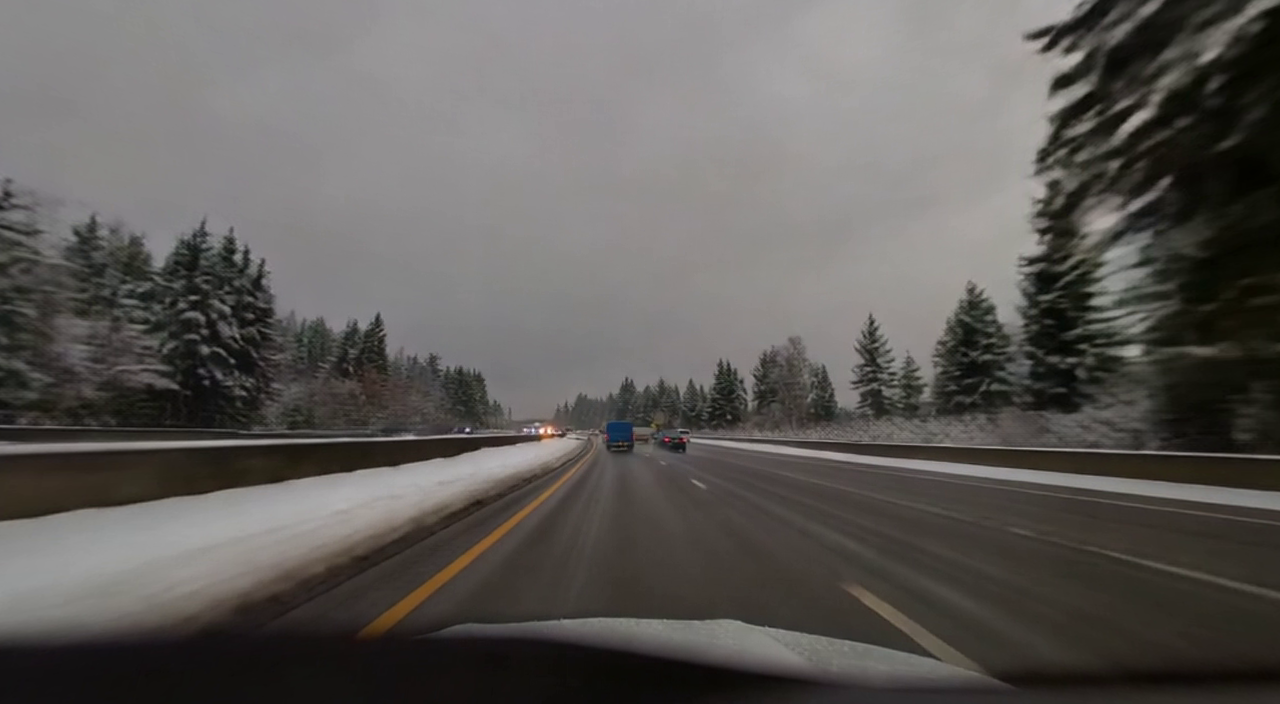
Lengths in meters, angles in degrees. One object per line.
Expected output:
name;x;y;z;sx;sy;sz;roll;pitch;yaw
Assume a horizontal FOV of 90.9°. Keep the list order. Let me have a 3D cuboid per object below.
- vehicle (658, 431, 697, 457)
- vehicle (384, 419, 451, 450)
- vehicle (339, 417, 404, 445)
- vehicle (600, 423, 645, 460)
vehicle;2.362;5.897;40.610;1.996;1.589;3.715;0;-8;-4
vehicle;-11.435;4.295;32.665;2.066;1.473;3.837;0;-8;-1
vehicle;-15.566;4.631;36.754;1.882;1.524;4.382;0;-8;0
vehicle;-0.993;5.105;36.097;2.403;1.994;4.683;0;-8;-2
